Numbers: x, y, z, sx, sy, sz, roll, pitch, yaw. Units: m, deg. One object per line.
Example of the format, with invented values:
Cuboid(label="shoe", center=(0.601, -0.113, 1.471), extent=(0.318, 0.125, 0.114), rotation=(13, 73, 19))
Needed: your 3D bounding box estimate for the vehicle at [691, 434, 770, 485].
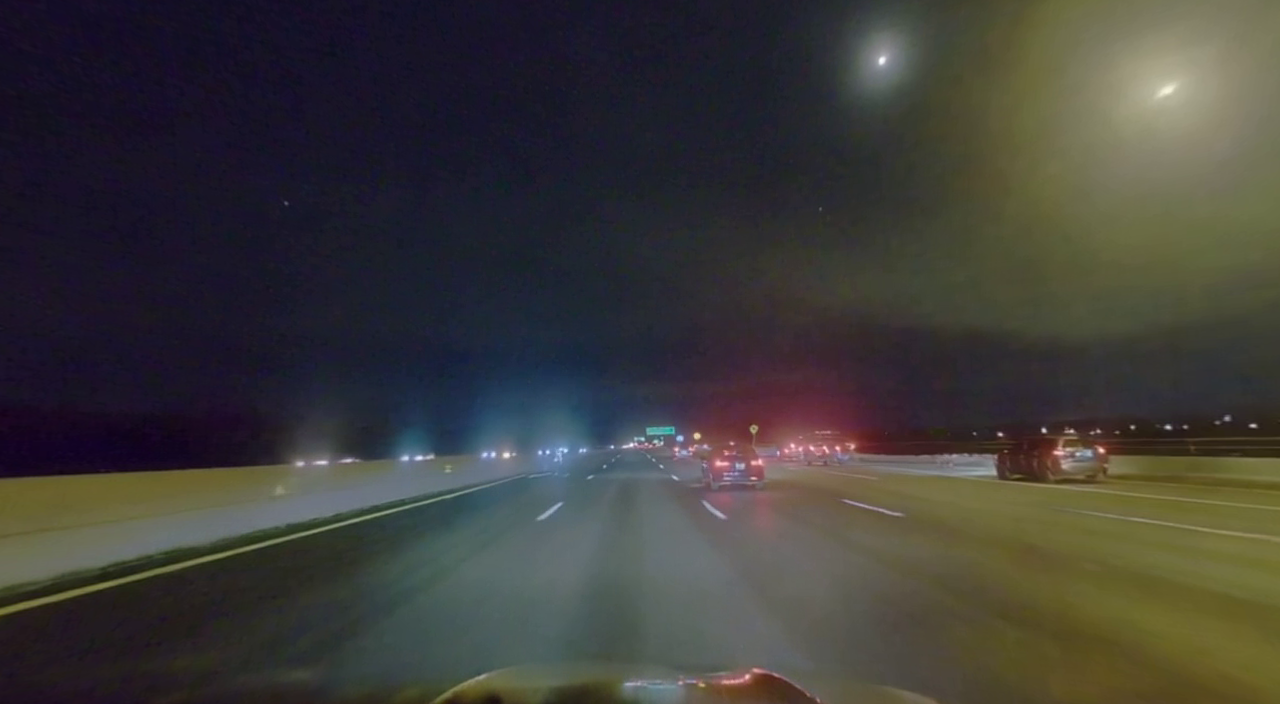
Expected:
Cuboid(label="vehicle", center=(3.076, 3.776, 22.452), extent=(1.977, 1.601, 4.598), rotation=(0, -9, -2))

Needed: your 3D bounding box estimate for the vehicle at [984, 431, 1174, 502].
Cuboid(label="vehicle", center=(10.902, 2.849, 16.147), extent=(1.844, 1.560, 4.085), rotation=(0, -9, -1))

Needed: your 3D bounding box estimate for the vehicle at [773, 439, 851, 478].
Cuboid(label="vehicle", center=(7.027, 4.400, 26.341), extent=(1.952, 1.442, 4.259), rotation=(0, -9, -2))
